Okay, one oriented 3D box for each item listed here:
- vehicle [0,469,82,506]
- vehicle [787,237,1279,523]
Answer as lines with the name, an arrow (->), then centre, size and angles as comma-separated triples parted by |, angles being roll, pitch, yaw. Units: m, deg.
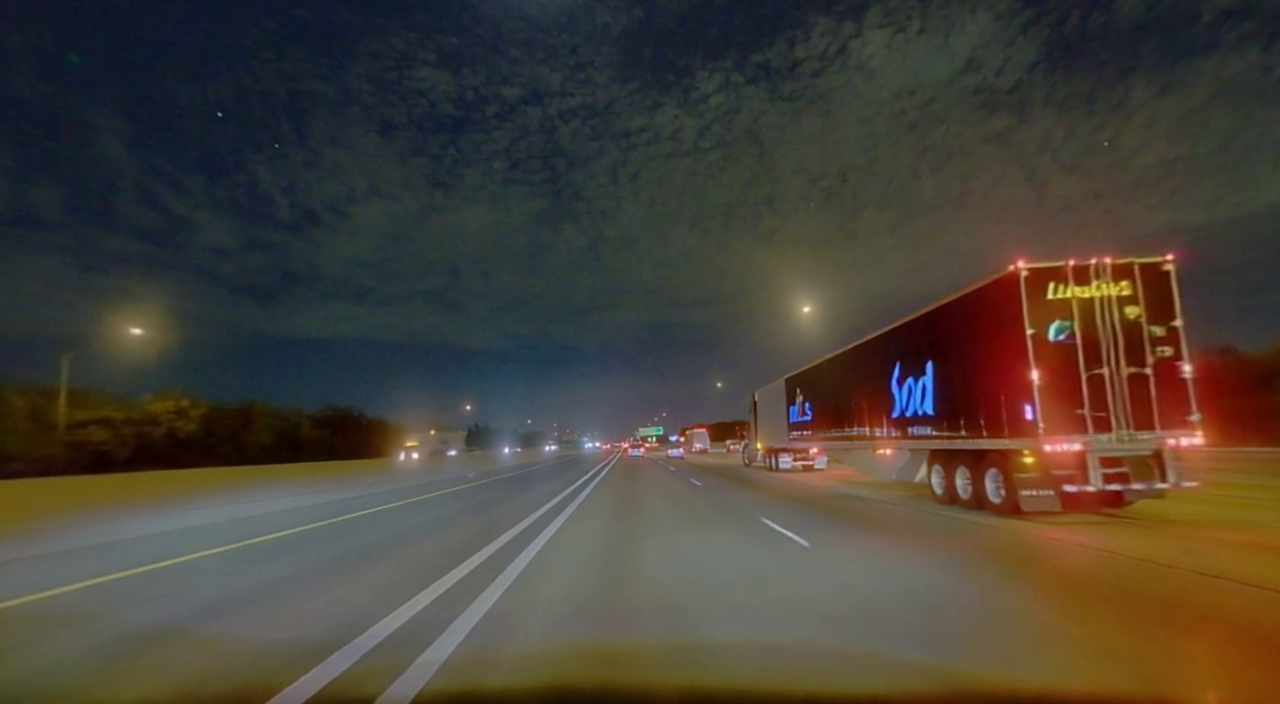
vehicle -> -30.373, 6.626, 31.076 | 1.829, 1.517, 4.390 | 0, -9, -1
vehicle -> 7.685, 1.568, 17.279 | 2.892, 4.128, 16.495 | 0, -9, -2
